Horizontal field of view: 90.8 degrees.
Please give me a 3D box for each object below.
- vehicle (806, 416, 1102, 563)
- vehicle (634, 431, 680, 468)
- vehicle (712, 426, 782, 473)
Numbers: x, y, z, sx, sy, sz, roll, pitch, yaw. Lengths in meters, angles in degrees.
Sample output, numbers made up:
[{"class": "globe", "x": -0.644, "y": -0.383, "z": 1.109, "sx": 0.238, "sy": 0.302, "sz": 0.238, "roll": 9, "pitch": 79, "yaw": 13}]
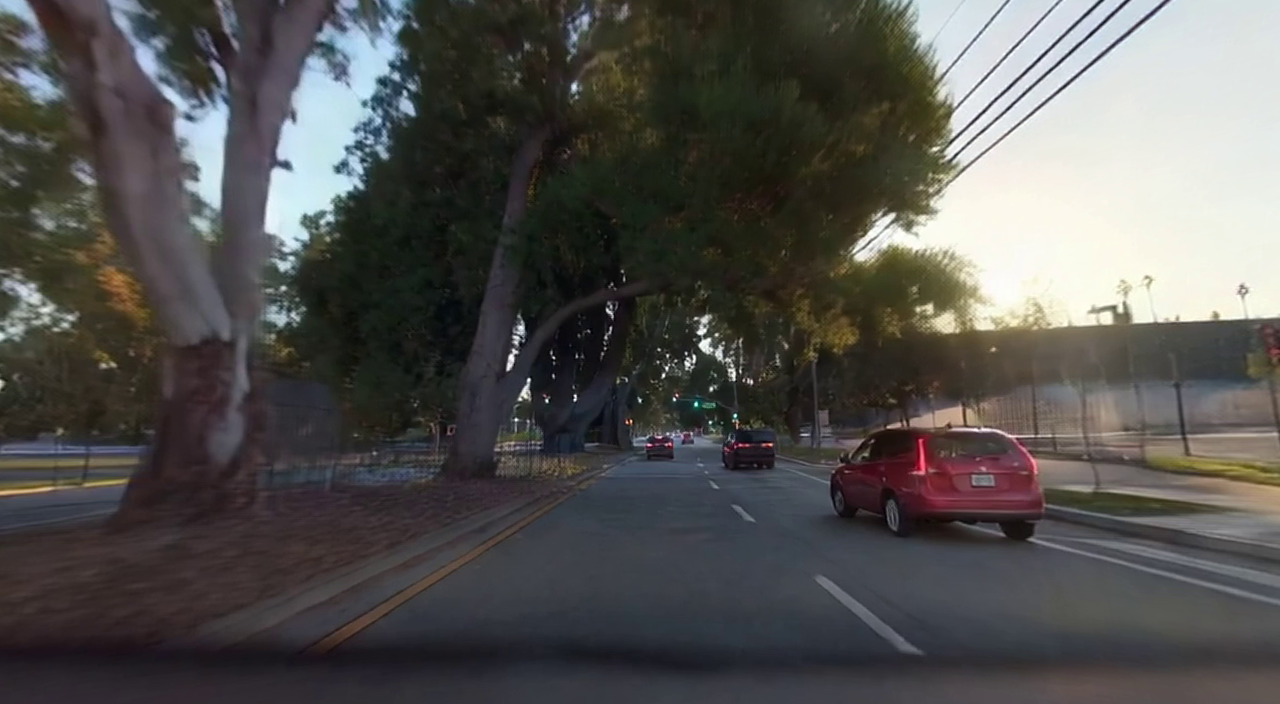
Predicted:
[{"class": "vehicle", "x": 3.868, "y": 1.755, "z": 8.819, "sx": 1.881, "sy": 1.512, "sz": 4.294, "roll": 0, "pitch": -8, "yaw": 0}, {"class": "vehicle", "x": 0.852, "y": 4.981, "z": 32.278, "sx": 2.163, "sy": 1.746, "sz": 4.073, "roll": -1, "pitch": -8, "yaw": 1}, {"class": "vehicle", "x": 4.593, "y": 4.287, "z": 27.964, "sx": 2.254, "sy": 1.840, "sz": 4.918, "roll": -1, "pitch": -8, "yaw": 0}]
